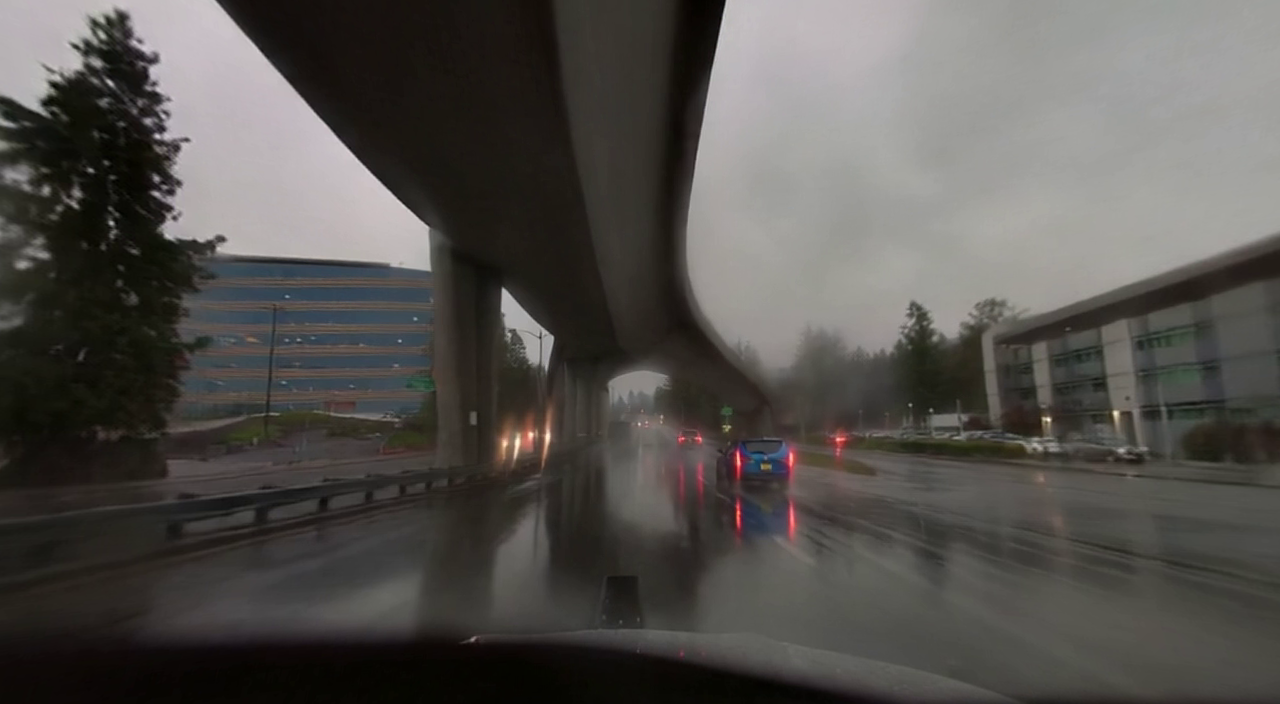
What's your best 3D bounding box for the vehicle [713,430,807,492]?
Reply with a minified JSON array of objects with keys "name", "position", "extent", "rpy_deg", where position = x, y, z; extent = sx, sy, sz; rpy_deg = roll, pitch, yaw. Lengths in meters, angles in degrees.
[{"name":"vehicle","position":[3.639,3.406,20.020],"extent":[2.110,1.712,4.489],"rpy_deg":[0,-9,0]}]
